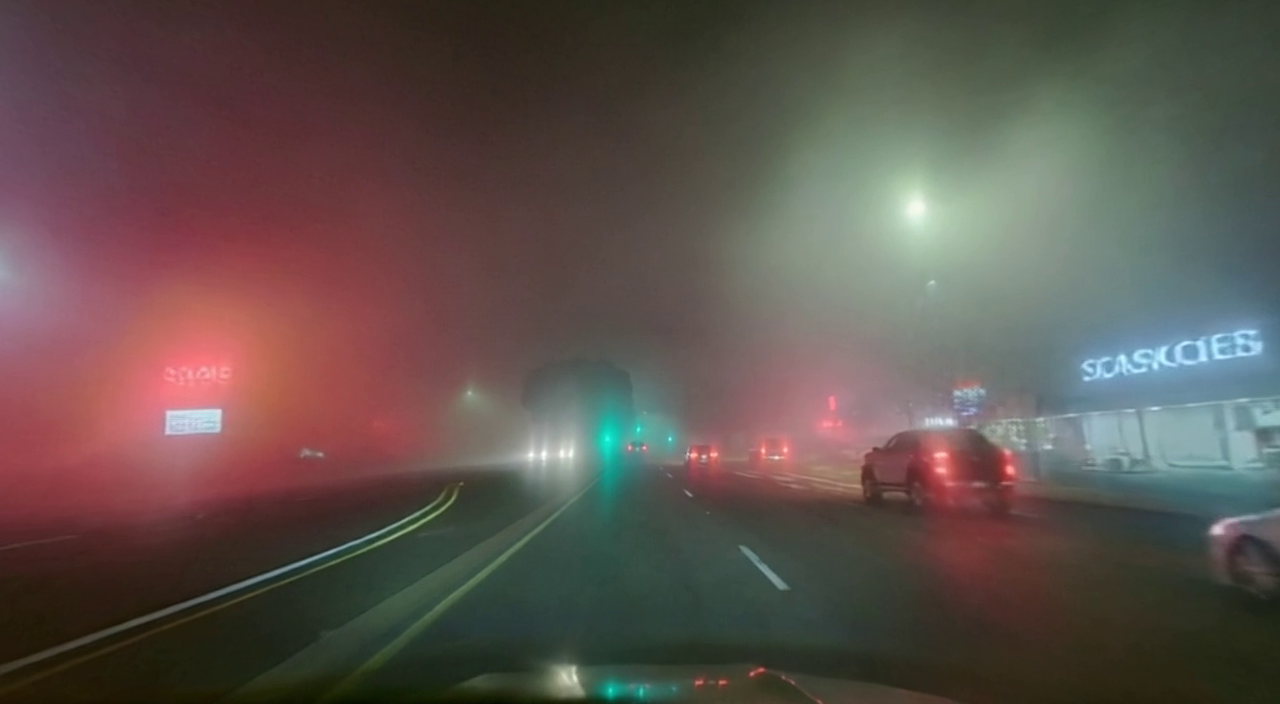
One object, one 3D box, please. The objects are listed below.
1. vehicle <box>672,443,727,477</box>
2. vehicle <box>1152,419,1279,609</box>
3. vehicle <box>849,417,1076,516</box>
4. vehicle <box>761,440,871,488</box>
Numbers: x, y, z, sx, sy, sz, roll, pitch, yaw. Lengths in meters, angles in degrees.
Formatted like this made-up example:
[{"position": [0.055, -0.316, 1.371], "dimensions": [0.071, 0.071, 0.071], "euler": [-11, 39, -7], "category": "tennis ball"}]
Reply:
[{"position": [2.743, 5.099, 30.162], "dimensions": [2.099, 1.463, 4.365], "euler": [0, -8, -1], "category": "vehicle"}, {"position": [6.147, 1.087, 3.706], "dimensions": [2.150, 1.485, 4.919], "euler": [0, -8, 0], "category": "vehicle"}, {"position": [6.883, 2.511, 14.360], "dimensions": [2.268, 1.822, 5.038], "euler": [0, -8, -3], "category": "vehicle"}, {"position": [6.028, 3.884, 22.312], "dimensions": [2.072, 1.491, 4.753], "euler": [1, -8, -6], "category": "vehicle"}]
